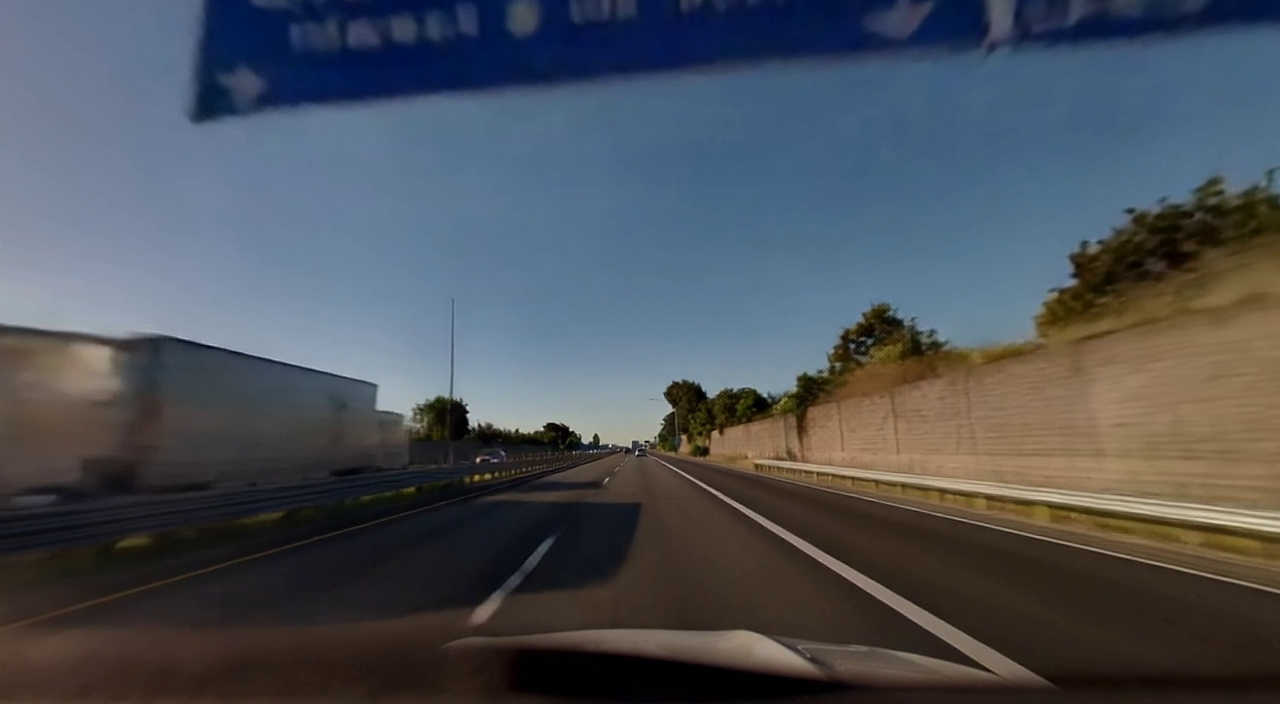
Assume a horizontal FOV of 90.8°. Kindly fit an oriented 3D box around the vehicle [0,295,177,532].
[{"bbox_3d":[-11.926,1.130,11.064,2.945,3.831,5.831,0,-9,0],"label":"vehicle"}]
